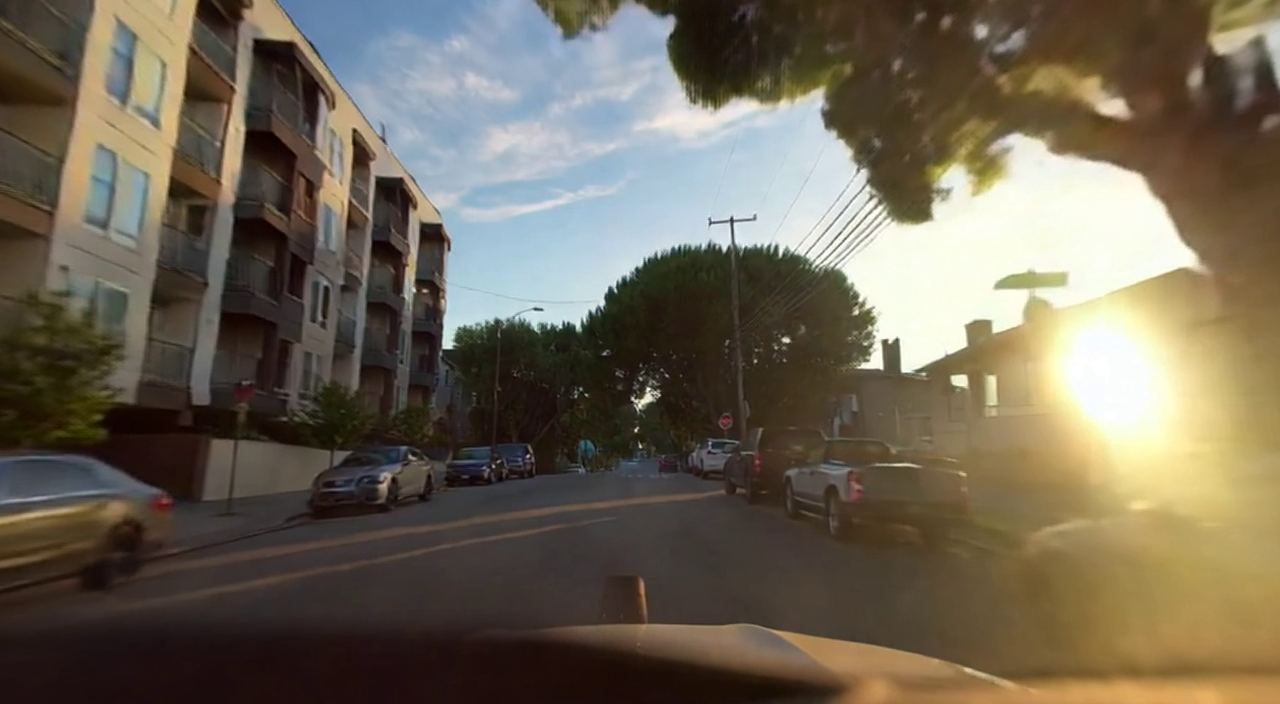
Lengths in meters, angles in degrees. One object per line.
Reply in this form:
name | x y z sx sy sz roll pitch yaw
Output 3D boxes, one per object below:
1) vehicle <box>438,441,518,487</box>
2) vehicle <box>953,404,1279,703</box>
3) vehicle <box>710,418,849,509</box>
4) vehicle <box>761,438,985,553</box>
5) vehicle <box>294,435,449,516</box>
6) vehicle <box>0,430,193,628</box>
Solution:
vehicle | -6.462 4.486 25.724 2.069 1.647 4.359 -2 -8 0
vehicle | 3.389 0.927 2.191 1.948 1.502 5.013 0 -8 -1
vehicle | 3.221 2.716 15.898 2.082 1.902 5.122 0 -8 -3
vehicle | 3.540 2.240 10.745 1.925 1.489 4.655 0 -8 -2
vehicle | -6.418 2.973 15.749 1.947 1.707 4.352 0 -8 0
vehicle | -6.413 1.494 5.362 2.100 1.640 4.341 0 -8 -1
